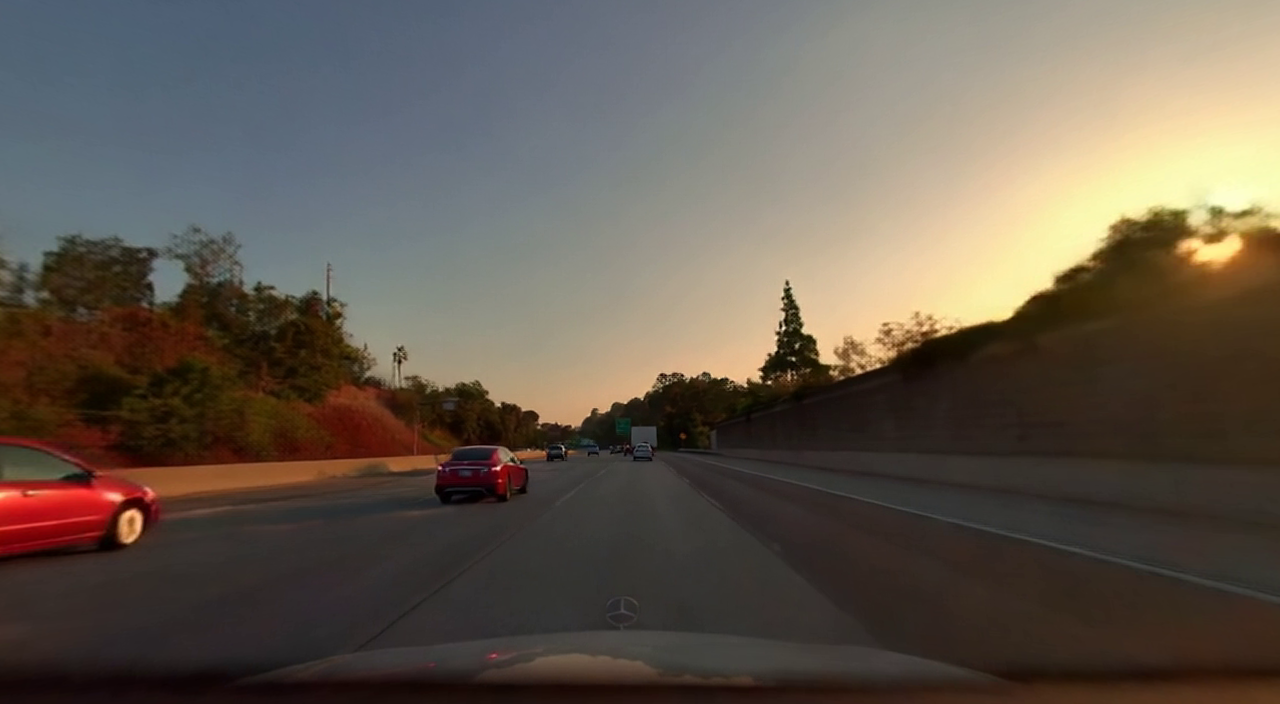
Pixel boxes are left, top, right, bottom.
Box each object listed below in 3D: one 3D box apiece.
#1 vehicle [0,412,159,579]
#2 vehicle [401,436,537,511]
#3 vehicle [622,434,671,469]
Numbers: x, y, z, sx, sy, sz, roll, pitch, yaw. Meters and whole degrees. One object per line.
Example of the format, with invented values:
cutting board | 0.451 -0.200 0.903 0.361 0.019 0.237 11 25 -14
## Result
vehicle | -7.569 1.401 6.034 2.189 1.673 4.699 0 -9 -1
vehicle | -3.820 2.791 14.980 2.000 1.512 4.371 0 -9 0
vehicle | 0.346 6.101 38.768 2.856 1.994 4.931 0 -9 -1
